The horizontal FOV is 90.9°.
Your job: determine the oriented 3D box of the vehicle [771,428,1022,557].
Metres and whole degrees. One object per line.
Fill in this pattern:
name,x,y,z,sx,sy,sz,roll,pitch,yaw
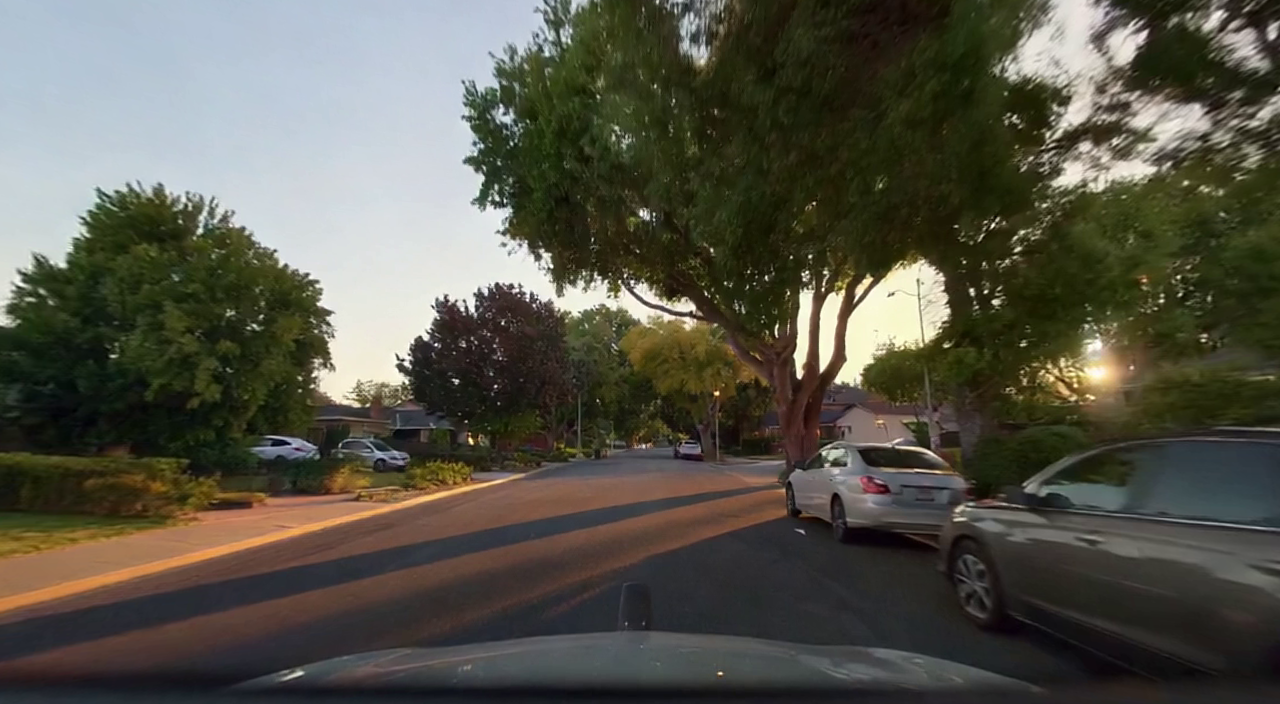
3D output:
vehicle,3.682,2.091,10.260,1.928,1.567,4.900,0,-8,-1

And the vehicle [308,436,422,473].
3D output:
vehicle,-13.232,4.935,30.529,4.543,1.691,1.957,0,-8,0

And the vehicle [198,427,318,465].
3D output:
vehicle,-18.464,4.551,30.585,4.530,1.678,1.994,-1,-8,1

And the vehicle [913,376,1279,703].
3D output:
vehicle,3.546,1.079,3.631,1.969,1.625,4.318,0,-8,0
